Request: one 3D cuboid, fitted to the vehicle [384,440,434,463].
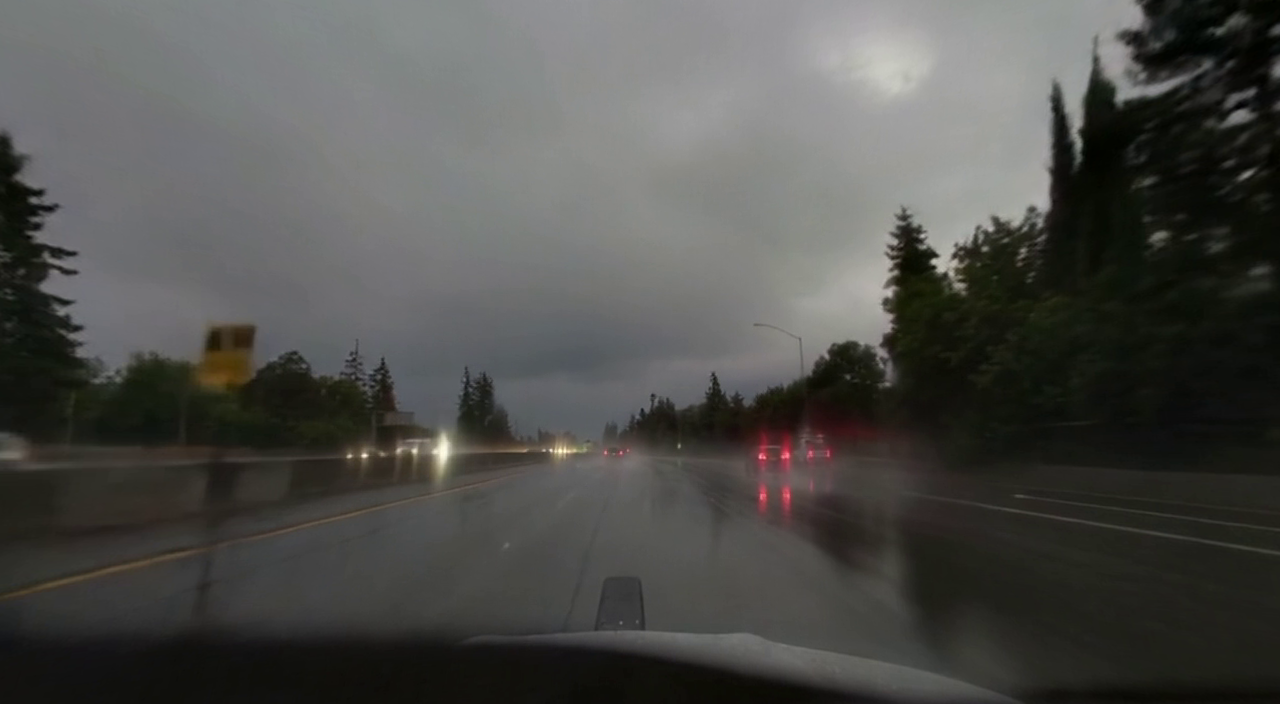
[{"bbox_3d":[-17.774,7.691,48.902,2.118,1.625,4.530,0,-9,0],"label":"vehicle"}]

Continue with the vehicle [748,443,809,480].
[{"bbox_3d":[6.834,5.433,31.634,2.081,1.705,3.926,1,-9,-1],"label":"vehicle"}]
